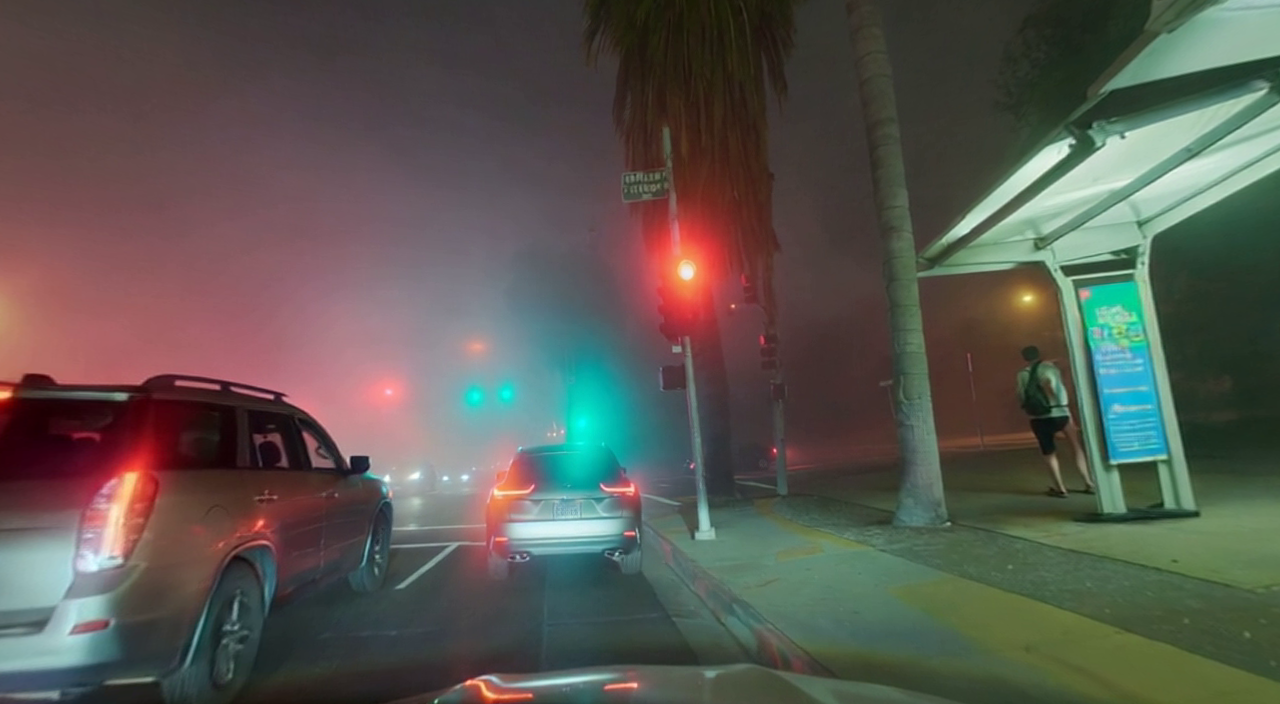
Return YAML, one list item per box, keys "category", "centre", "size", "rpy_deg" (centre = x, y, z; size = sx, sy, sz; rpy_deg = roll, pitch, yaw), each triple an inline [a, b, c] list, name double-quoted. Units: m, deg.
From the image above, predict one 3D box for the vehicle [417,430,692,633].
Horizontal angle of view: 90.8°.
- category: "vehicle"
  centre: [-0.981, 1.665, 6.978]
  size: [2.065, 1.467, 4.289]
  rpy_deg: [1, -9, -10]

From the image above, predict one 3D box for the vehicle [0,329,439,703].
- category: "vehicle"
  centre: [-3.011, 1.160, 4.651]
  size: [2.098, 1.851, 4.571]
  rpy_deg: [1, -9, -8]

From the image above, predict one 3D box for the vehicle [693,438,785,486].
- category: "vehicle"
  centre: [4.987, 5.550, 31.996]
  size: [3.986, 1.636, 1.903]
  rpy_deg: [8, 0, -11]
